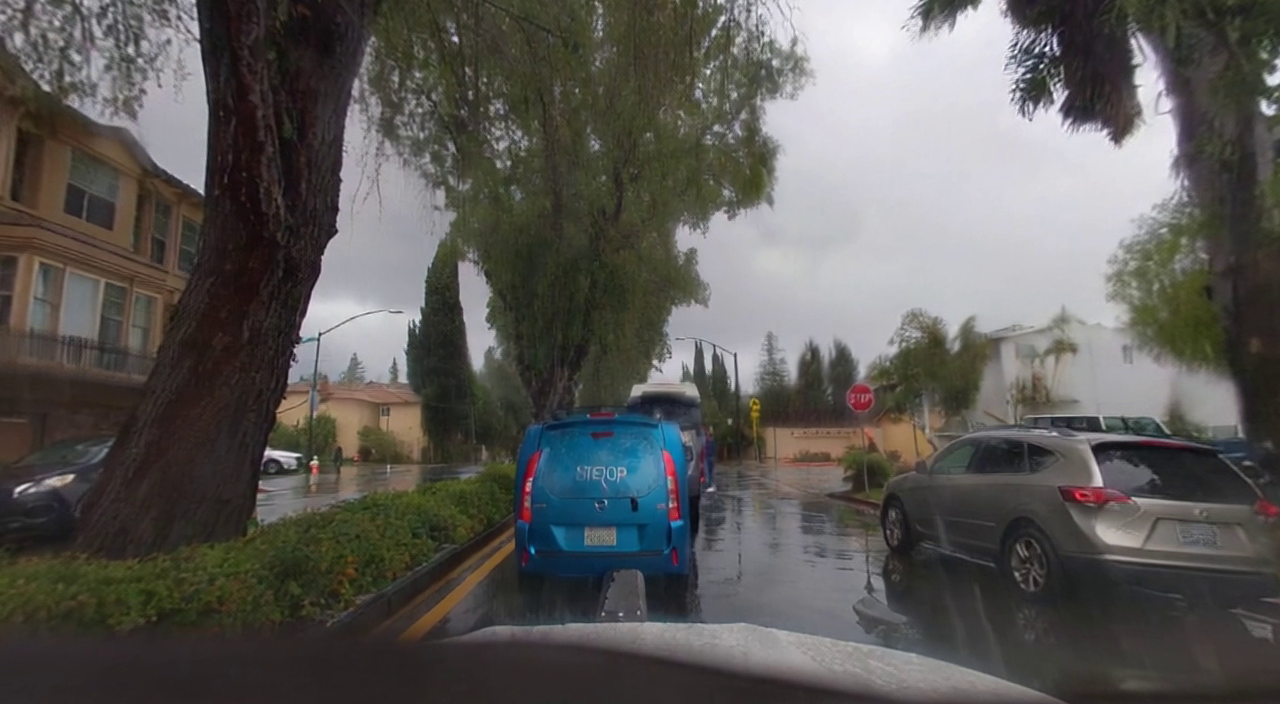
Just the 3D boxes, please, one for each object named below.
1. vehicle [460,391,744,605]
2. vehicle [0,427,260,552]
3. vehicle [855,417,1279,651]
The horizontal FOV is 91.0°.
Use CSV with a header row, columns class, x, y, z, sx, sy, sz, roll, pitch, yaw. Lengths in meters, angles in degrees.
class,x,y,z,sx,sy,sz,roll,pitch,yaw
vehicle,-0.327,1.577,7.709,2.377,1.787,4.652,0,-8,0
vehicle,-8.291,2.019,10.052,1.825,1.532,4.083,-3,-7,2
vehicle,4.219,1.679,6.905,1.959,1.581,4.731,4,-9,-2
